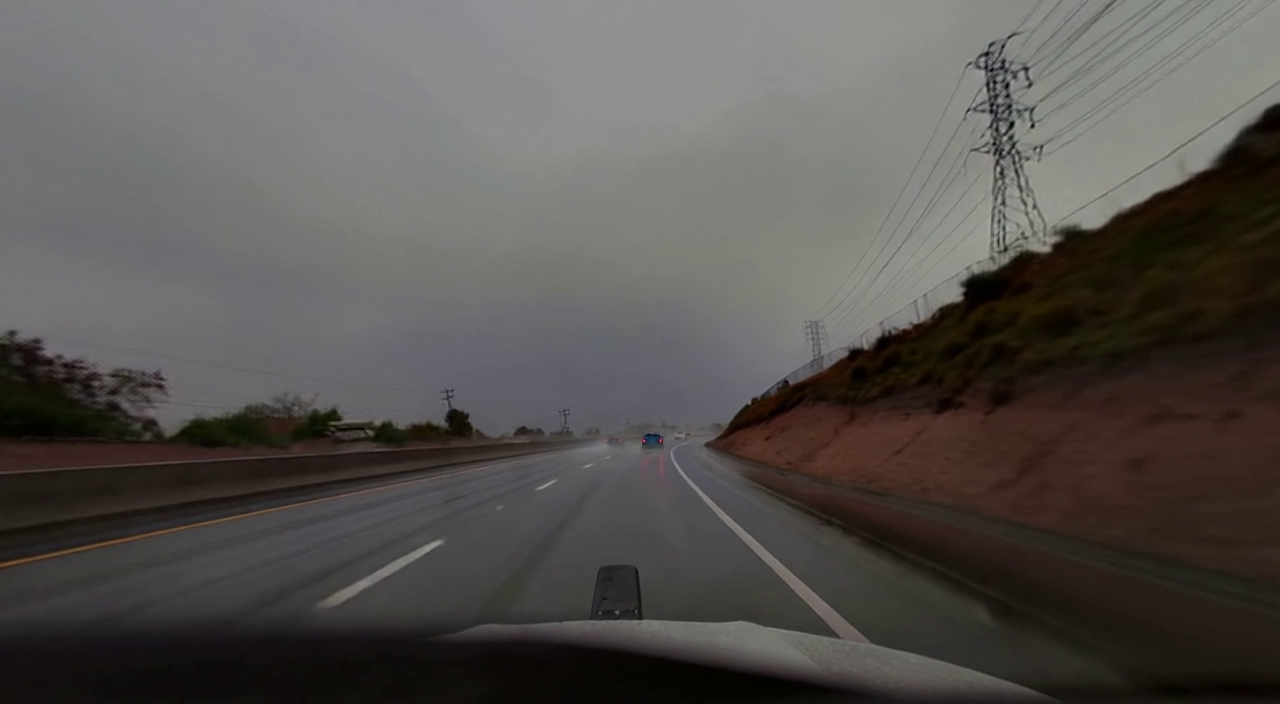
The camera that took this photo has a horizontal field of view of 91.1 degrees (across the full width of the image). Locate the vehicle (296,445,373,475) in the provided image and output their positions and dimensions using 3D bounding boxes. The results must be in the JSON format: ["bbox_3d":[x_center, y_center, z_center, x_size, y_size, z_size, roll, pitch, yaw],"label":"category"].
[{"bbox_3d":[-16.838,5.934,34.897,1.861,1.506,4.440,0,-8,2],"label":"vehicle"}]

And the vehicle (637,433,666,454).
[{"bbox_3d":[0.905,6.935,47.738,2.077,1.523,4.206,0,-8,2],"label":"vehicle"}]
